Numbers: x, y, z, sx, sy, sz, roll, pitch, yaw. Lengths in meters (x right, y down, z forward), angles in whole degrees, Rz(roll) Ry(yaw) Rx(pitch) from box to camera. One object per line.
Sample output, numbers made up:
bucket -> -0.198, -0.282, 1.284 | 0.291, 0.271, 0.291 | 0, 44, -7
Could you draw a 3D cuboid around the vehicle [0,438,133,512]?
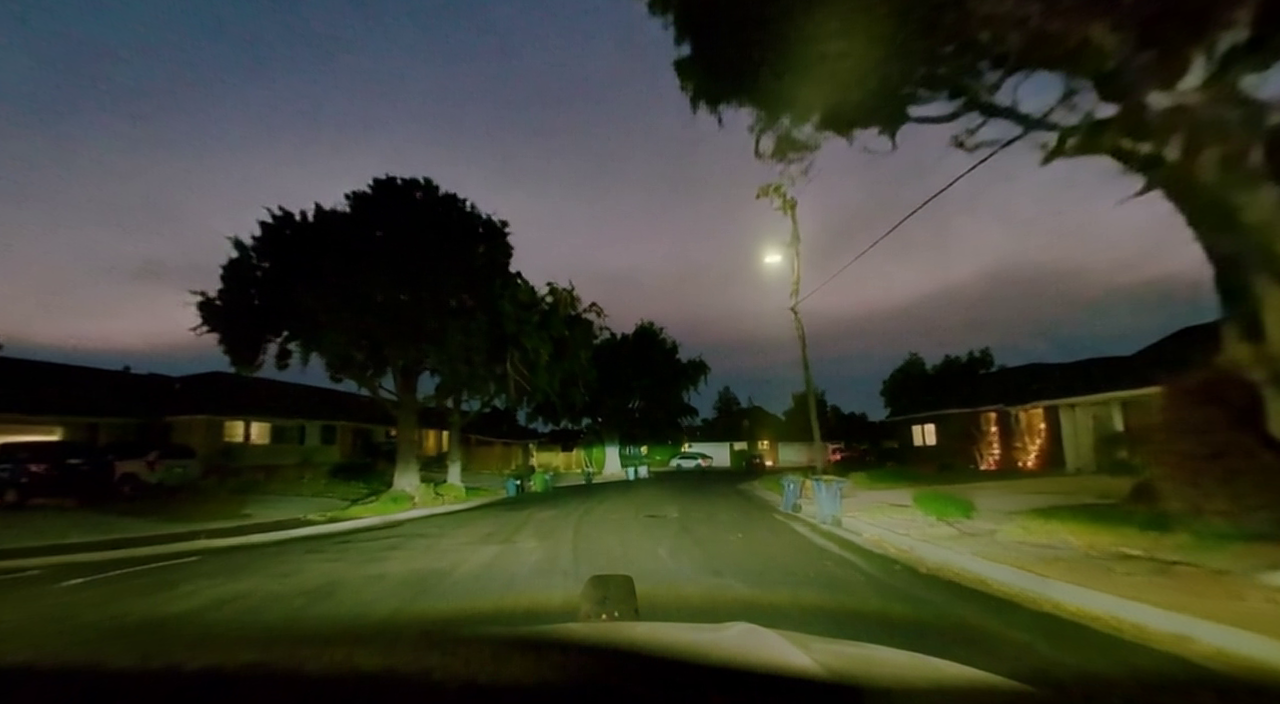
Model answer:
vehicle -> -16.715, 3.209, 16.705 | 4.581, 1.811, 2.145 | 1, -9, -3
